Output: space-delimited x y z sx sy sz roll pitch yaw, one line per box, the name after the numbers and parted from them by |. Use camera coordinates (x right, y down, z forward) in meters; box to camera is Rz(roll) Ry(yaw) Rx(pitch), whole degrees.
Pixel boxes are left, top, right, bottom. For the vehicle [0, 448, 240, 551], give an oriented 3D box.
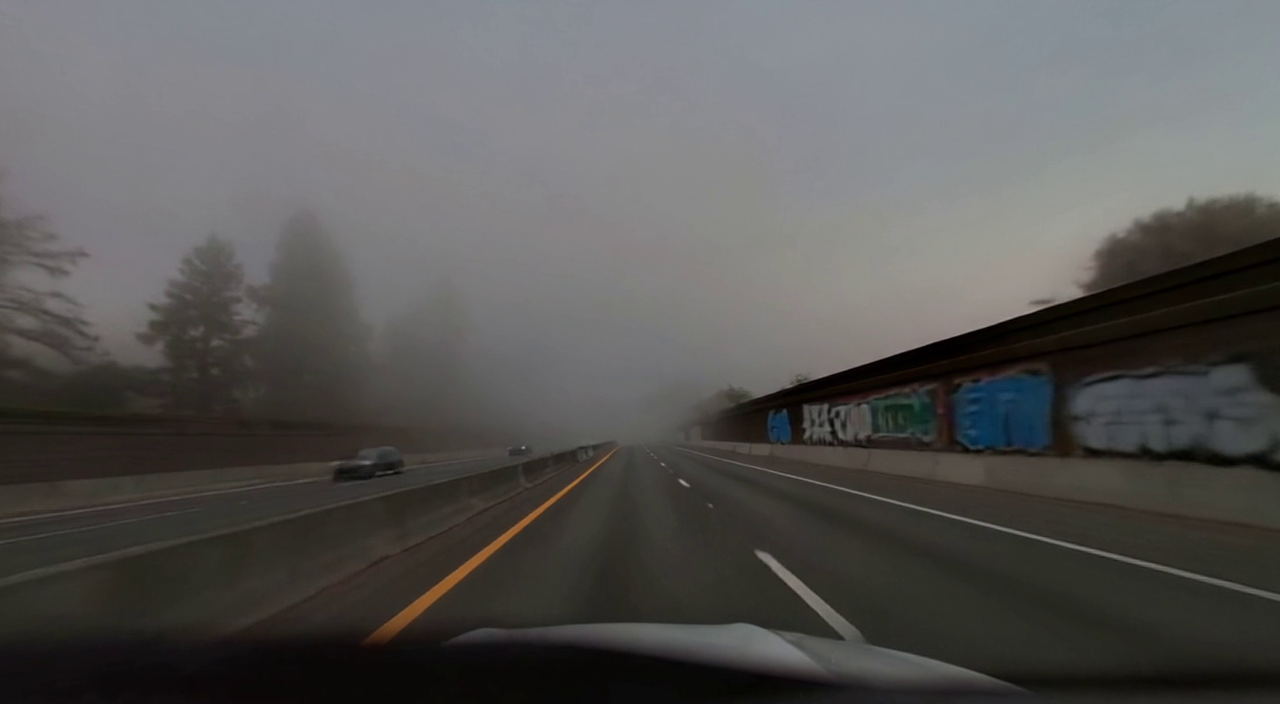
-9.061 2.414 10.968 1.844 1.426 3.534 0 -8 0 | vehicle

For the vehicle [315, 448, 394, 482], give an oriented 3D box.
-13.807 5.449 30.772 1.883 1.438 4.378 0 -8 -1 | vehicle
